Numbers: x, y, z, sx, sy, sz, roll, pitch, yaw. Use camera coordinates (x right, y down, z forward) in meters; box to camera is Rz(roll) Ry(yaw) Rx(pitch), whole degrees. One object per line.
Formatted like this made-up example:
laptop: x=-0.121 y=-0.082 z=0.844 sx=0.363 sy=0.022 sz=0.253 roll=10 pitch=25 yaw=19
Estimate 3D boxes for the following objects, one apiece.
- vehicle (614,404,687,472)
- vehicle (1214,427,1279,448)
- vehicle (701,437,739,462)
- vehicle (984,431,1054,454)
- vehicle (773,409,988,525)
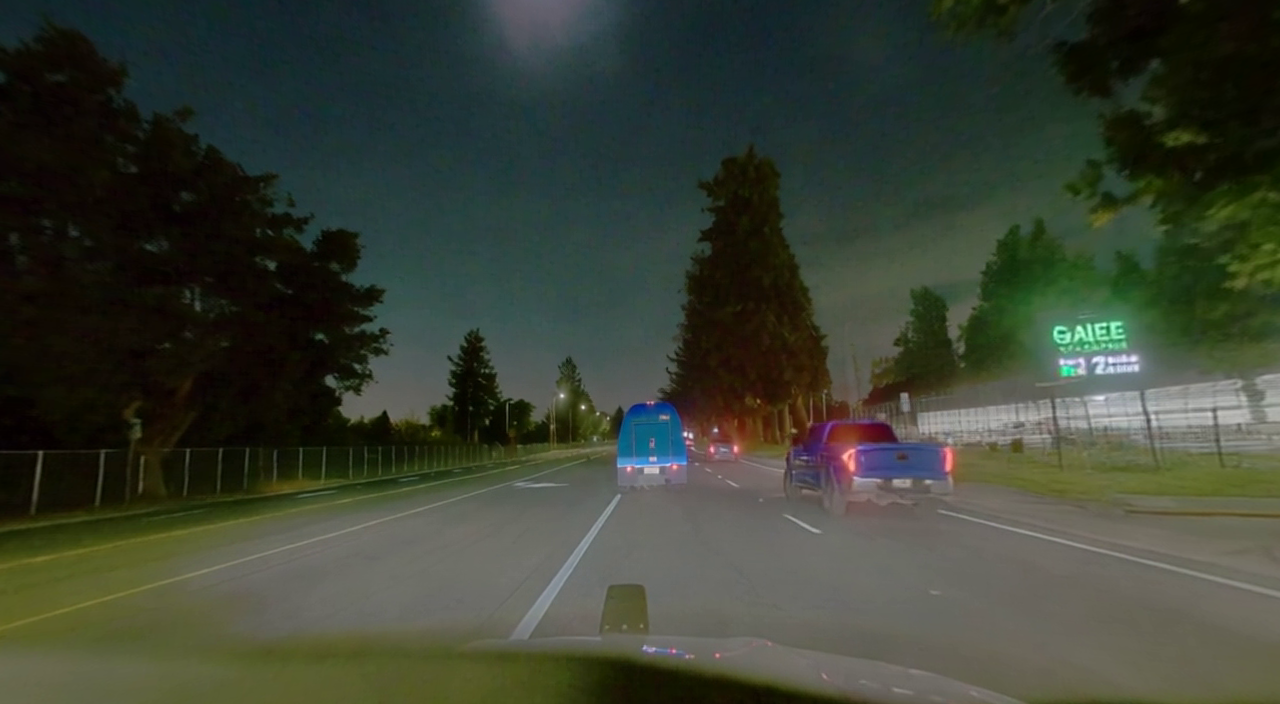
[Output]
vehicle: x=0.575 y=4.274 z=31.231 sx=3.197 sy=2.963 sz=7.055 roll=0 pitch=-8 yaw=2
vehicle: x=44.756 y=6.298 z=46.520 sx=1.664 sy=1.434 sz=3.771 roll=-3 pitch=-8 yaw=11
vehicle: x=5.548 y=6.824 z=44.425 sx=2.076 sy=1.661 sz=4.524 roll=0 pitch=-8 yaw=0
vehicle: x=23.244 y=5.549 z=38.754 sx=3.251 sy=1.321 sz=1.555 roll=-1 pitch=-8 yaw=0
vehicle: x=4.438 y=2.221 z=12.807 sx=2.375 sy=1.857 sz=5.100 roll=0 pitch=-8 yaw=1
